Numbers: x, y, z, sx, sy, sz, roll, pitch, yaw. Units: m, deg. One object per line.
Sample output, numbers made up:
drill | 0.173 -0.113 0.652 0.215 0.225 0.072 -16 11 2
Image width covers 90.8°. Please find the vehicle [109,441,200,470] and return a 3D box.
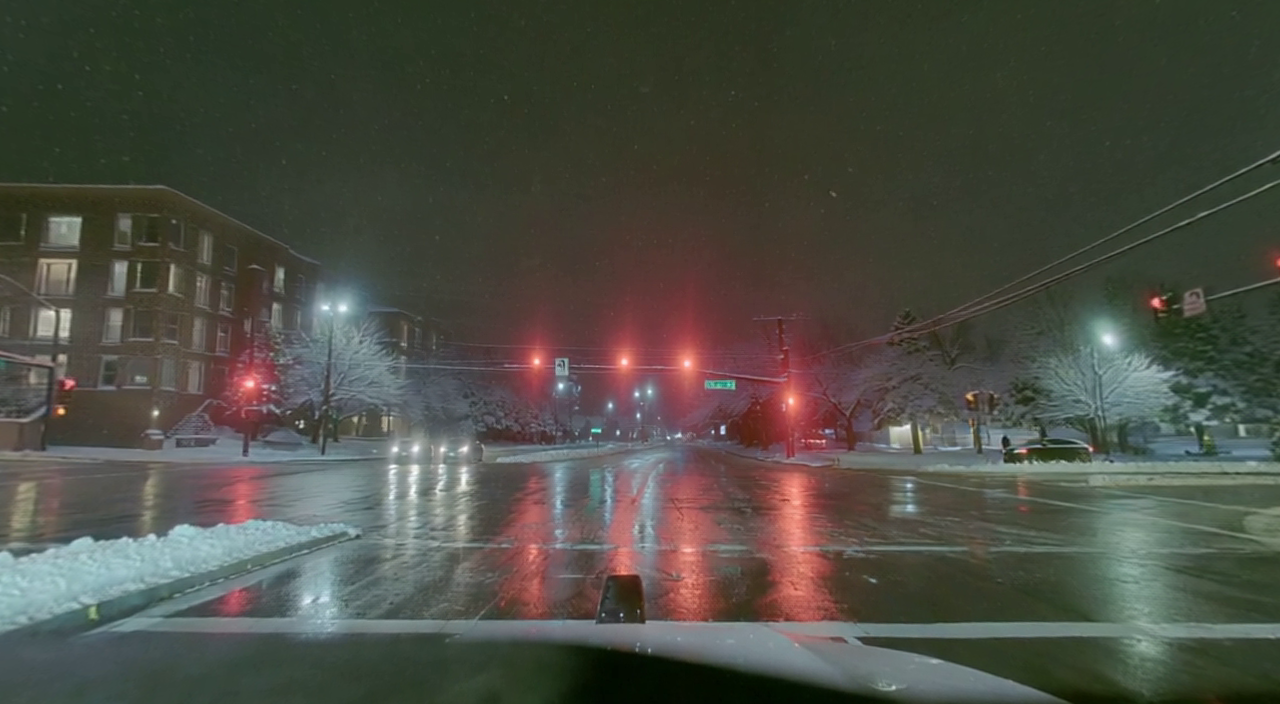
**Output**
vehicle | -34.936 7.447 45.749 2.204 1.955 5.518 0 -8 0

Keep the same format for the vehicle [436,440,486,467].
vehicle | -12.005 6.832 42.659 2.080 1.763 4.341 0 -8 1

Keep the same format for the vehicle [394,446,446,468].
vehicle | -15.521 7.441 44.841 2.056 1.450 4.343 0 -8 0

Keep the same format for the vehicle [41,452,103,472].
vehicle | -41.625 8.042 46.375 1.552 1.339 3.340 -1 -9 -3

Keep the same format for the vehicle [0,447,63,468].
vehicle | -45.285 7.777 46.612 1.858 1.467 3.624 0 -9 1
